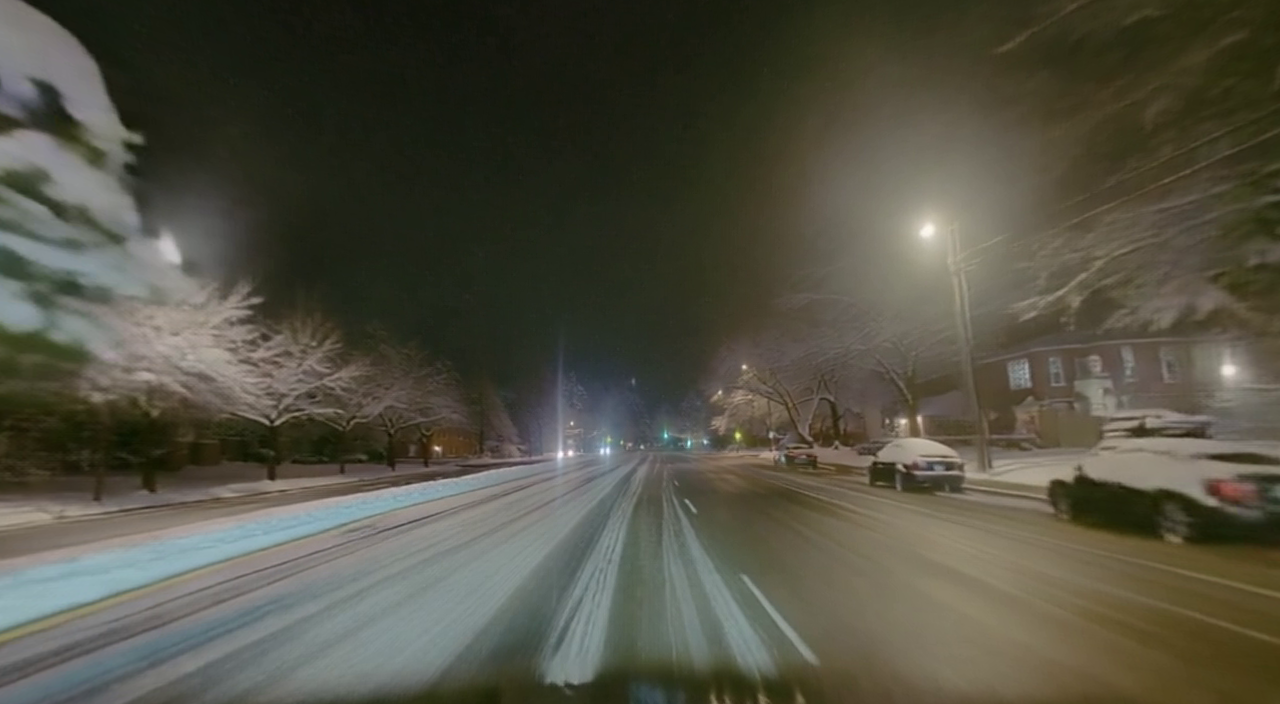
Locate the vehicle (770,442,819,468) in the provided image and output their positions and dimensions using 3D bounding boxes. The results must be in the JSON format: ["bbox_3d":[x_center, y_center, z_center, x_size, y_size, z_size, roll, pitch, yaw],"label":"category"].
[{"bbox_3d":[9.769,6.530,40.224,2.076,1.547,4.398,0,-9,1],"label":"vehicle"}]

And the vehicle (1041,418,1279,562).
[{"bbox_3d":[8.833,1.973,9.704,2.192,1.714,4.885,-1,-9,1],"label":"vehicle"}]

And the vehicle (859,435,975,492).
[{"bbox_3d":[9.323,3.788,21.767,1.990,1.728,4.597,-1,-9,1],"label":"vehicle"}]
